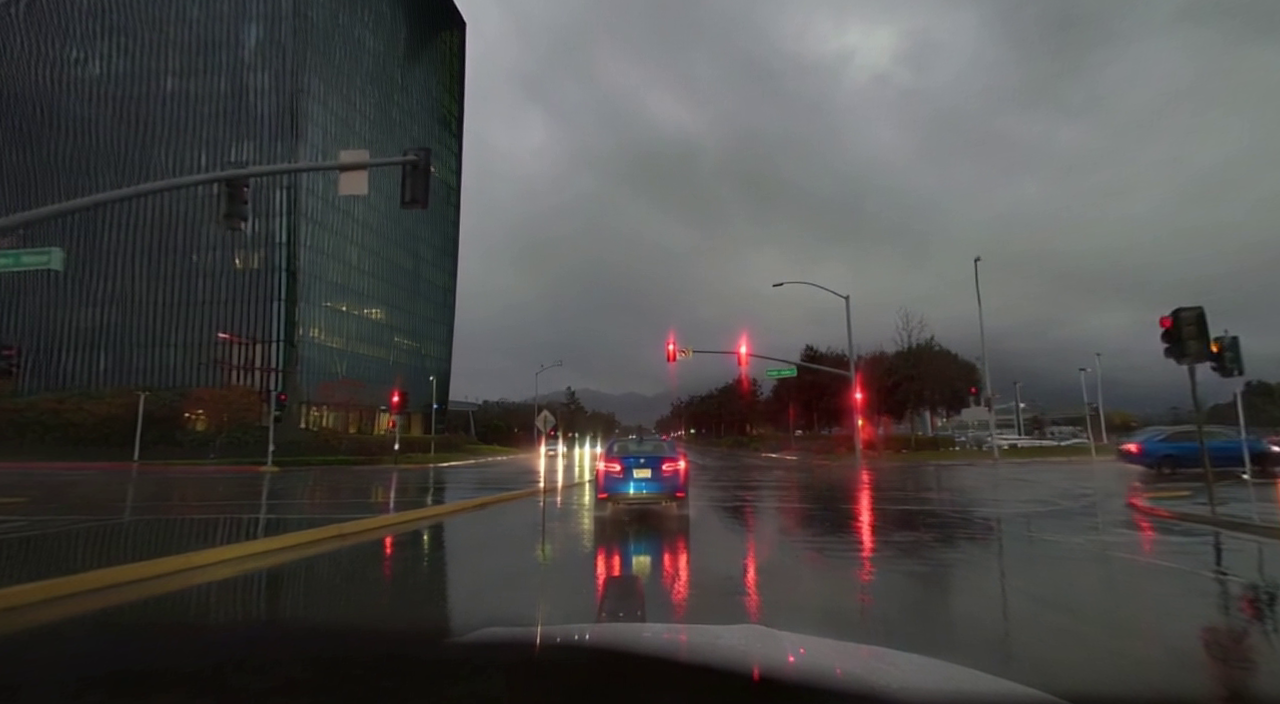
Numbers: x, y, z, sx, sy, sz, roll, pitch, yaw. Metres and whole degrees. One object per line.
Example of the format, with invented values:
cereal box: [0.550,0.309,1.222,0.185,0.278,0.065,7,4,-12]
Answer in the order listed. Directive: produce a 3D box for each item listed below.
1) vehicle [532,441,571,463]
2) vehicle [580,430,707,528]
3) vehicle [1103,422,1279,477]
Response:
vehicle: [-6.655,7.609,47.911,2.113,1.535,4.504,0,-9,2]
vehicle: [0.161,2.330,12.105,2.014,1.525,4.197,0,-9,3]
vehicle: [19.197,3.396,21.946,4.739,1.749,2.174,2,-9,-11]
